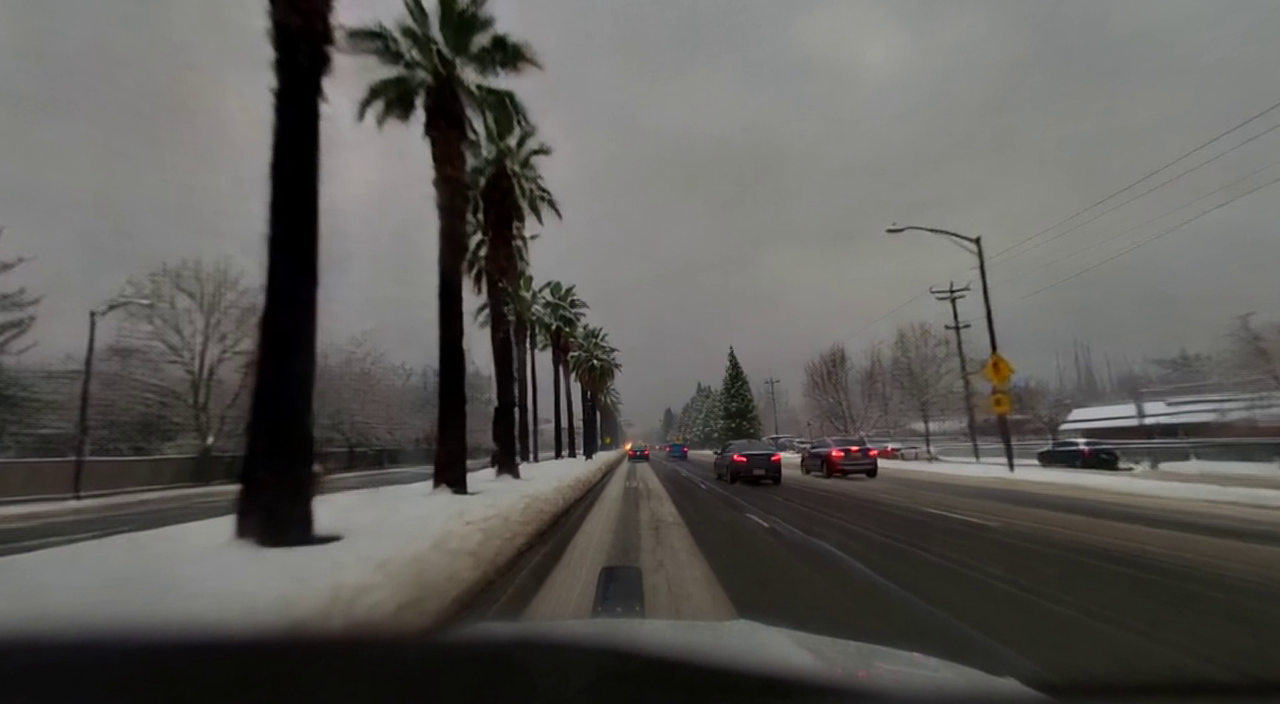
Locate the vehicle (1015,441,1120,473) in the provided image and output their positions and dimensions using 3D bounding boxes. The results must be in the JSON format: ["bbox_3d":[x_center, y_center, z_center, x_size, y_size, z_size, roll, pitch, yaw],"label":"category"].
[{"bbox_3d":[21.193,5.218,31.619,1.943,1.467,4.706,0,-8,0],"label":"vehicle"}]

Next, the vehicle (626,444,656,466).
[{"bbox_3d":[0.056,7.235,44.471,2.031,1.444,4.361,0,-8,-1],"label":"vehicle"}]

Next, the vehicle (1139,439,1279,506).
[{"bbox_3d":[15.077,2.869,15.298,2.001,1.463,4.781,0,-8,-1],"label":"vehicle"}]

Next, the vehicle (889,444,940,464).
[{"bbox_3d":[21.064,7.808,48.705,1.852,1.448,4.601,0,-8,-1],"label":"vehicle"}]

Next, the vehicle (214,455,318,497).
[{"bbox_3d":[-16.953,5.602,28.920,1.972,1.687,4.480,0,-8,0],"label":"vehicle"}]

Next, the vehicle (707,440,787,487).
[{"bbox_3d":[3.570,3.809,21.960,1.875,1.452,4.453,0,-8,-2],"label":"vehicle"}]

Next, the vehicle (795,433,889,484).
[{"bbox_3d":[7.135,3.795,22.830,1.916,1.646,4.258,0,-8,-1],"label":"vehicle"}]
